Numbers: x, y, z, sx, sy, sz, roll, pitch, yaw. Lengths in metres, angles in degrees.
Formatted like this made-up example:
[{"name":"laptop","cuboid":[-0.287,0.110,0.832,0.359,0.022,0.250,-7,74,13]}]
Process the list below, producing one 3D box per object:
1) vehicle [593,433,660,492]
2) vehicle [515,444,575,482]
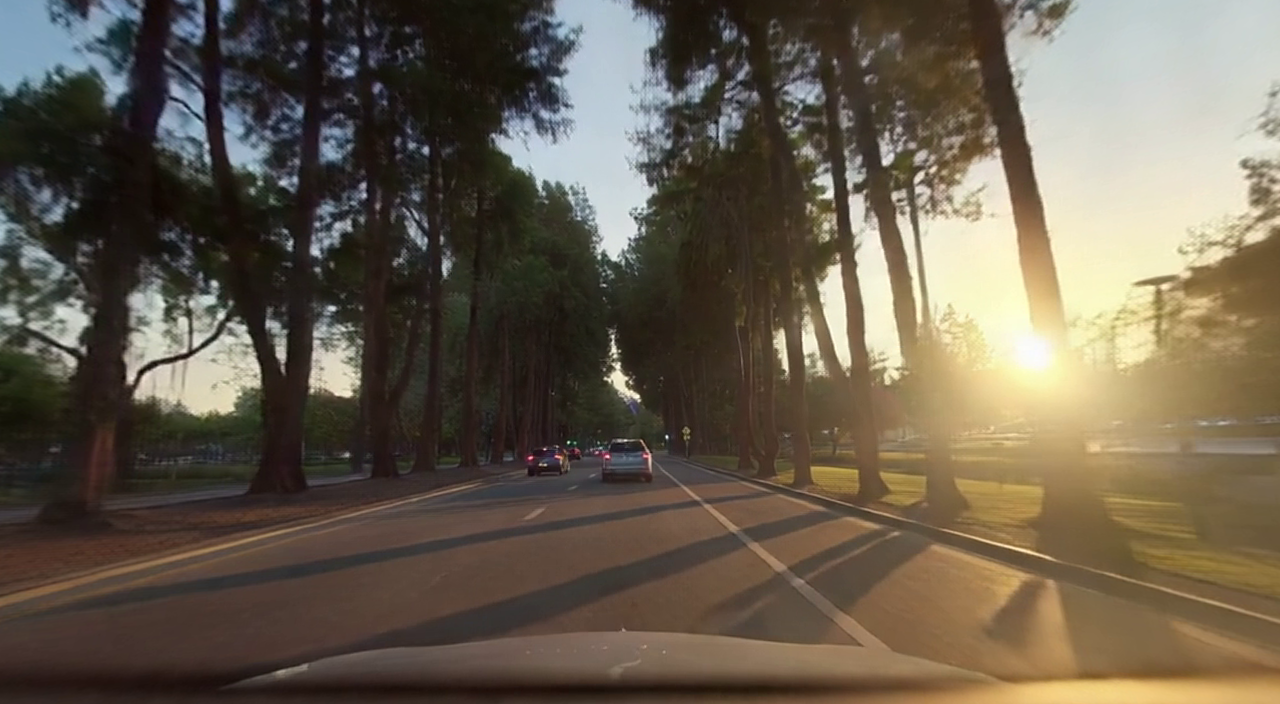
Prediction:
[{"name":"vehicle","cuboid":[-0.411,3.620,21.039,2.018,1.769,3.897,0,-8,0]},{"name":"vehicle","cuboid":[-4.096,4.823,27.830,1.936,1.538,4.016,0,-8,1]}]
